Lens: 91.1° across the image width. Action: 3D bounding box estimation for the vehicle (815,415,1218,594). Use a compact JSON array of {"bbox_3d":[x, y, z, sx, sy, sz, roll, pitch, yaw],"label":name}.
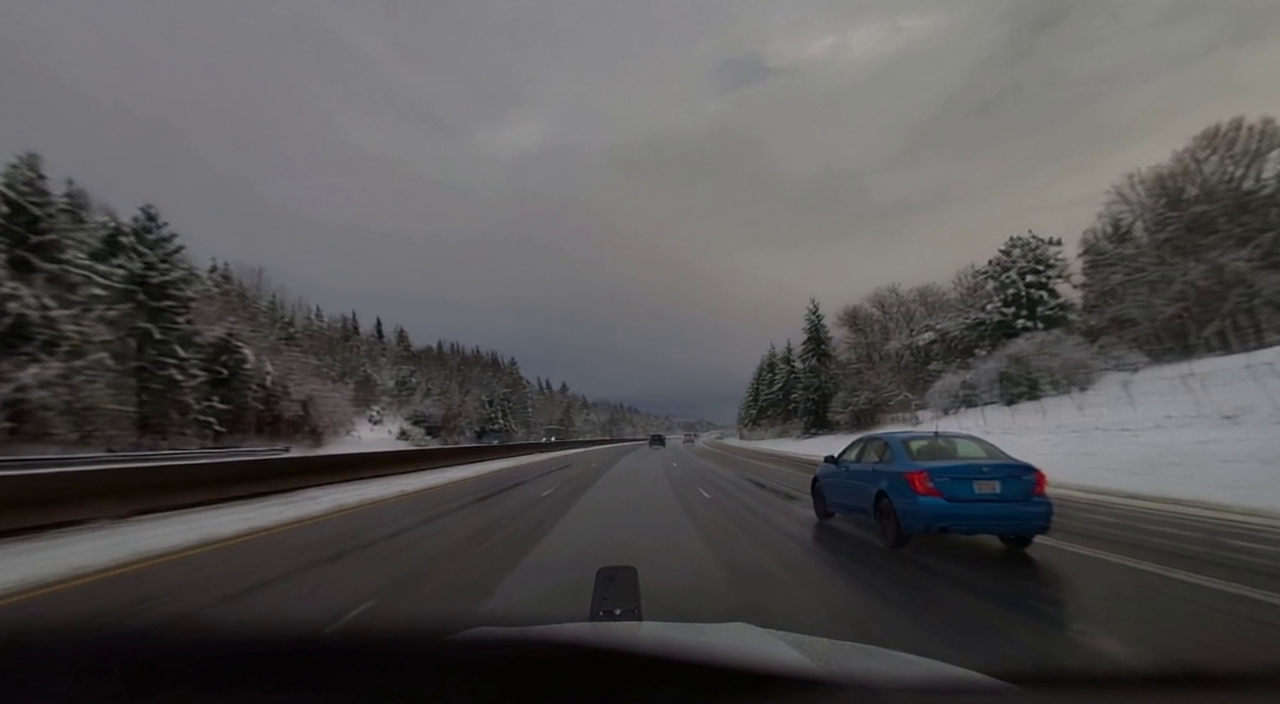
[{"bbox_3d":[3.719,1.548,7.388,1.982,1.452,4.294,0,-8,-2],"label":"vehicle"}]
